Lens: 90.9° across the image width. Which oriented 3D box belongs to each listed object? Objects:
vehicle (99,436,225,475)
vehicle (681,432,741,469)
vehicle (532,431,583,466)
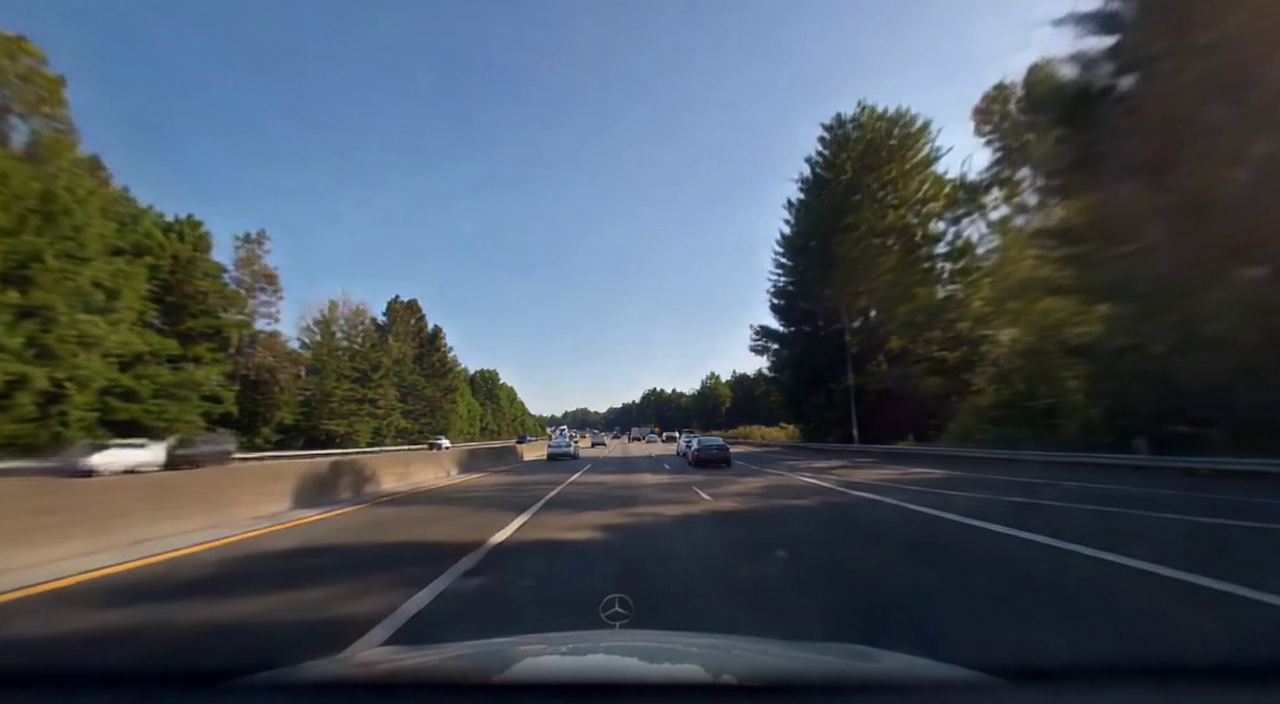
[{"bbox_3d":[-19.954,4.295,26.598,1.844,1.468,4.521,0,-8,-2],"label":"vehicle"},{"bbox_3d":[2.998,4.221,27.330,1.990,1.480,3.865,0,-7,-2],"label":"vehicle"},{"bbox_3d":[-4.076,4.868,32.063,2.011,1.614,4.808,0,-7,-1],"label":"vehicle"}]
